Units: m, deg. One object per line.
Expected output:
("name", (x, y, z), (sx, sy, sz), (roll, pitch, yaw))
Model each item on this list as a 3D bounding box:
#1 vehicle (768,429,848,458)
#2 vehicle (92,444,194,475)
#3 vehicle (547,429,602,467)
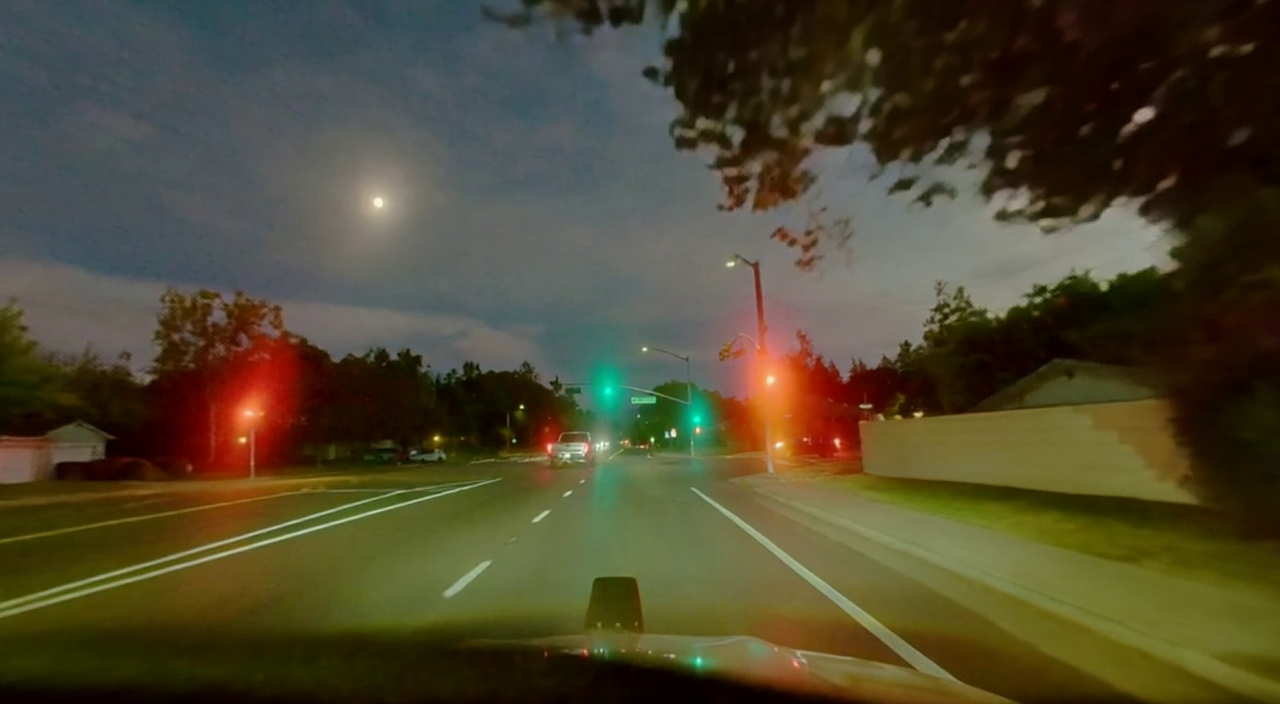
("vehicle", (10.704, 5.861, 40.514), (4.500, 1.761, 1.975), (0, -9, 1))
("vehicle", (-28.973, 6.284, 36.961), (4.092, 1.624, 1.965), (0, -11, -12))
("vehicle", (-3.648, 5.498, 36.296), (2.508, 2.001, 5.880), (0, -9, 0))
